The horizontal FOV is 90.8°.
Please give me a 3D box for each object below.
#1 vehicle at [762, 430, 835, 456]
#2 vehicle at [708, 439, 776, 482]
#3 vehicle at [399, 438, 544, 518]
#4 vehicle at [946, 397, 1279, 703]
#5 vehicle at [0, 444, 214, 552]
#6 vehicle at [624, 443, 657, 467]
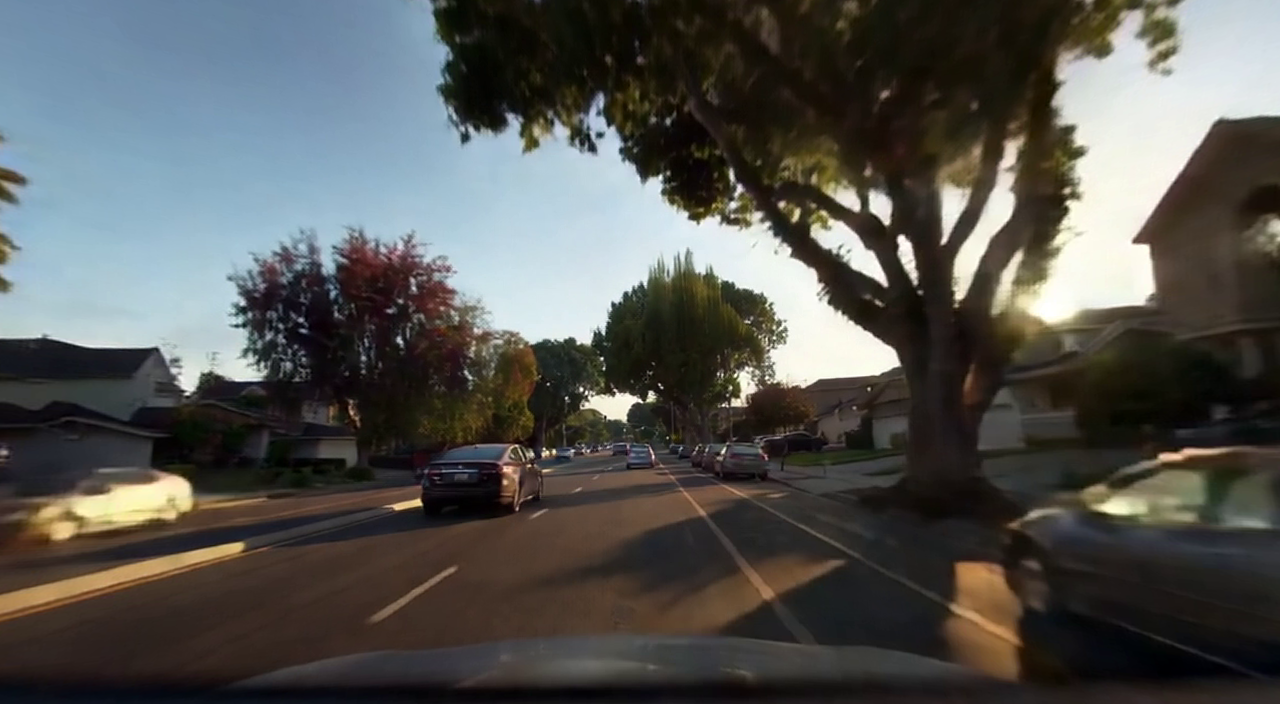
[{"bbox_3d":[11.719,6.756,46.872,4.923,1.878,1.953,-1,-8,3],"label":"vehicle"},{"bbox_3d":[4.336,4.700,27.762,2.045,1.702,4.916,0,-8,-1],"label":"vehicle"},{"bbox_3d":[-3.527,2.711,14.190,2.027,1.477,4.413,0,-8,0],"label":"vehicle"},{"bbox_3d":[3.905,1.169,3.994,1.897,1.589,4.053,0,-8,0],"label":"vehicle"},{"bbox_3d":[-10.879,2.682,12.388,1.933,1.712,4.354,0,-8,1],"label":"vehicle"},{"bbox_3d":[0.066,6.785,41.754,2.088,1.495,4.048,0,-8,1],"label":"vehicle"}]
